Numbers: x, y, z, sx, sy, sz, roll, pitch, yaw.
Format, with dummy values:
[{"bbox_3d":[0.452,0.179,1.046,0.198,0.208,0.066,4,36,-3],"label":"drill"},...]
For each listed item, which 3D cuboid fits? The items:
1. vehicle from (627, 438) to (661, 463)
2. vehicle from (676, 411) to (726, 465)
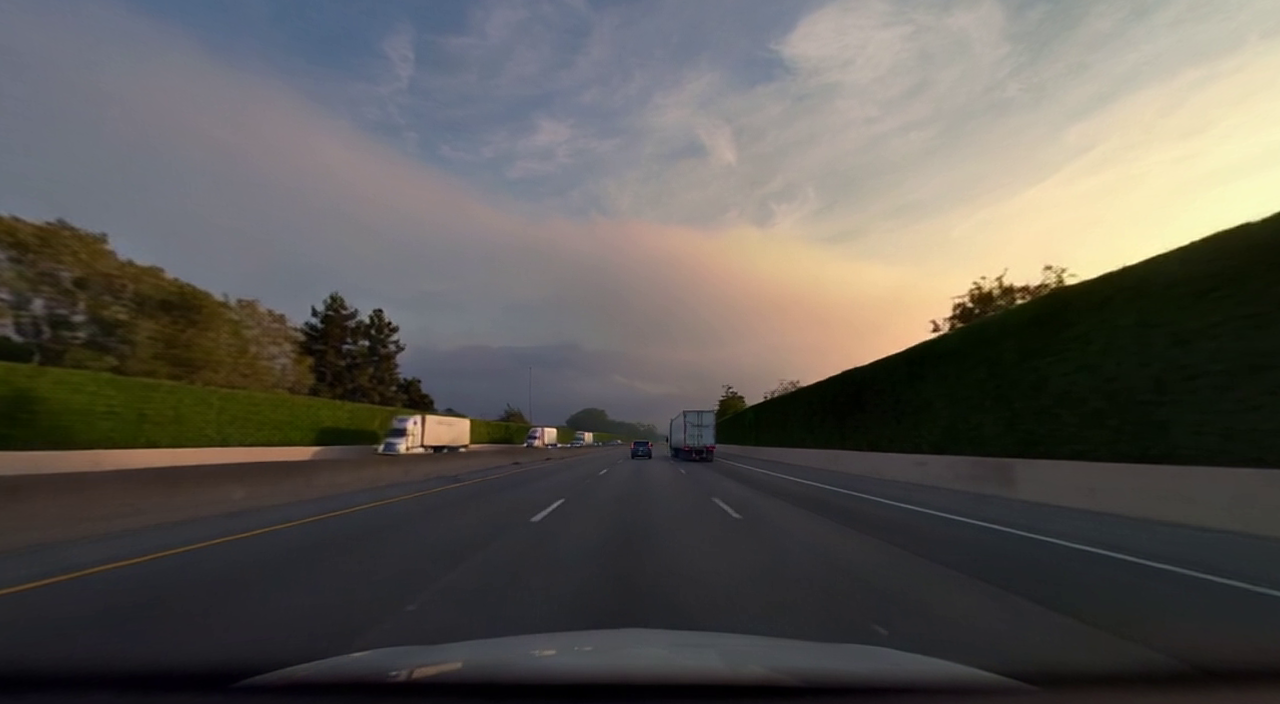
[{"bbox_3d":[0.296,7.417,47.692,2.389,1.760,4.473,0,-8,0],"label":"vehicle"},{"bbox_3d":[4.086,5.977,43.716,2.742,3.383,8.285,0,-8,1],"label":"vehicle"}]
